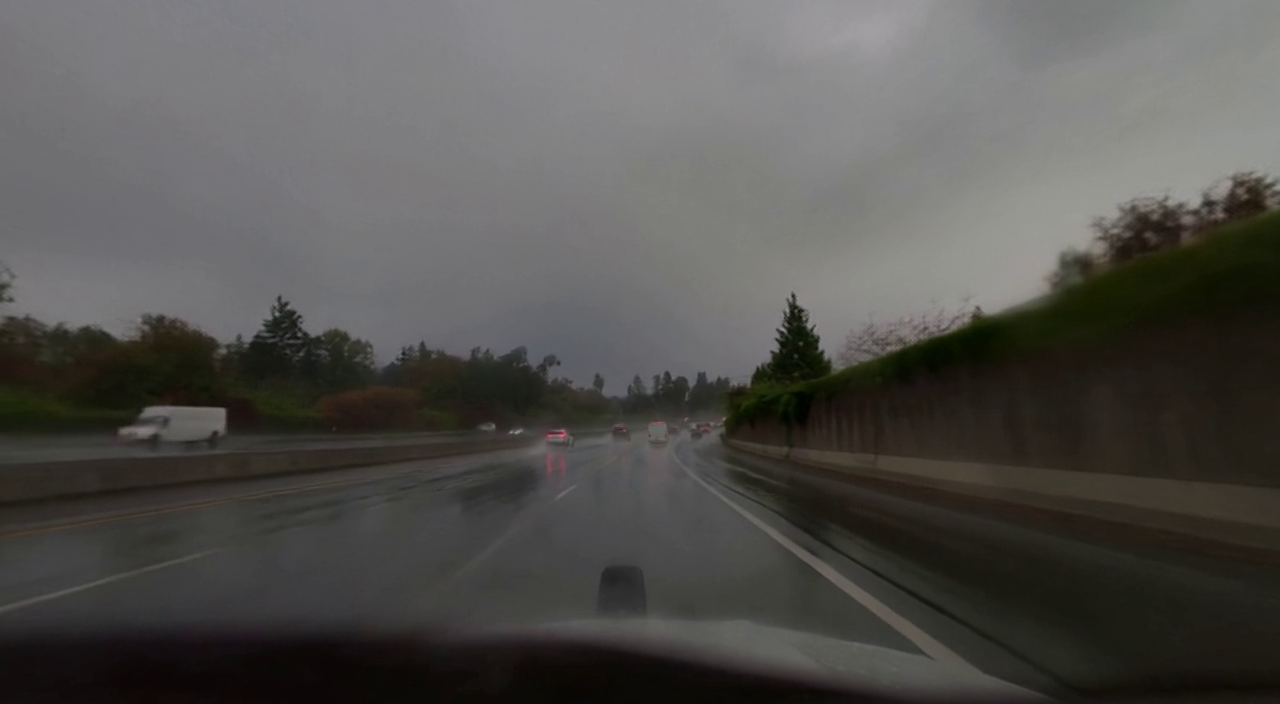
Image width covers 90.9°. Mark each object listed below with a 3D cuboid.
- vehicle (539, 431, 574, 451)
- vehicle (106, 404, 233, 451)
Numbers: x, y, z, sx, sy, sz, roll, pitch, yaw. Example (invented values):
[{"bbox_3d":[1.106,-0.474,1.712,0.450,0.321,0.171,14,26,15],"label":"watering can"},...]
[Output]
[{"bbox_3d":[-6.443,6.955,49.109,1.966,1.488,4.243,-1,-8,3],"label":"vehicle"},{"bbox_3d":[-35.898,5.959,48.688,2.966,3.259,8.509,-1,-8,2],"label":"vehicle"}]
